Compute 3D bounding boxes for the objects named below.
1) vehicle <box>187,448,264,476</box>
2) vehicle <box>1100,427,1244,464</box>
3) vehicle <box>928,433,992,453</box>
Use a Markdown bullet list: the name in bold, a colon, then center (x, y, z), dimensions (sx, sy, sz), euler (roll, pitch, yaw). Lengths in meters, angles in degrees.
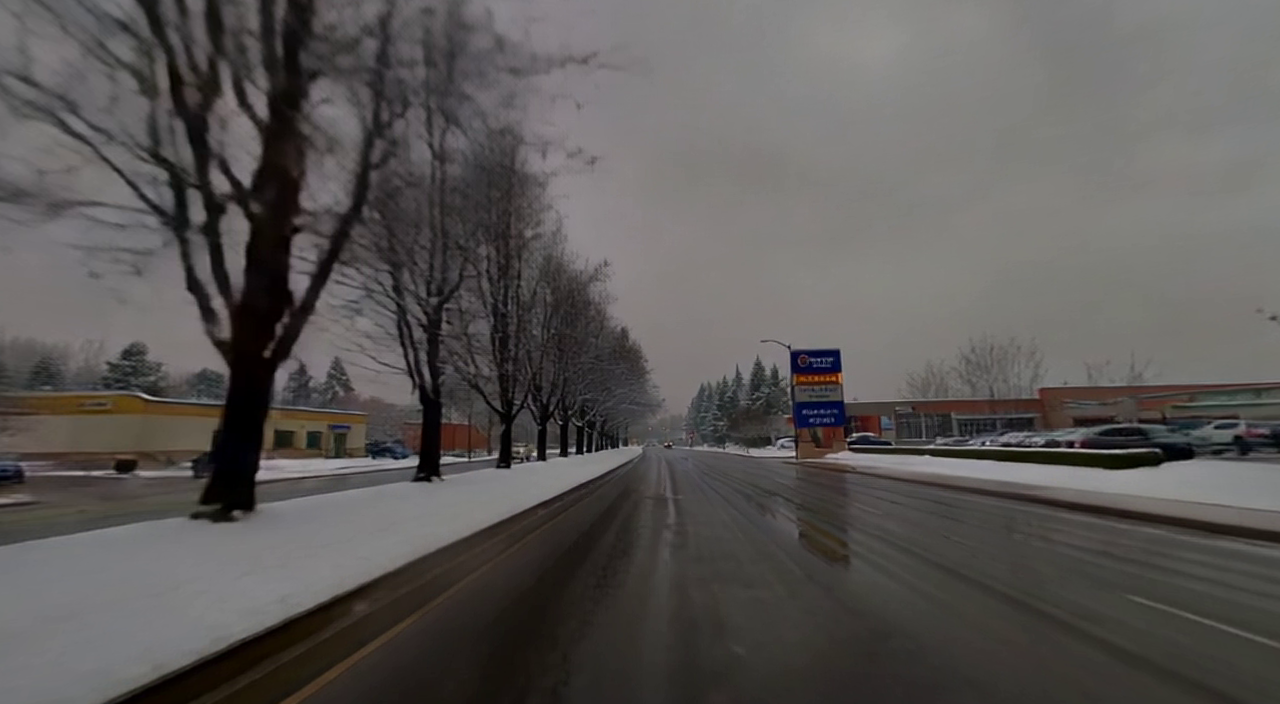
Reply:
- **vehicle**: center (-24.469, 6.434, 37.257), dimensions (4.605, 1.509, 1.845), euler (-5, -10, 31)
- **vehicle**: center (21.460, 3.792, 25.620), dimensions (4.095, 1.386, 1.784), euler (0, -8, 3)
- **vehicle**: center (22.731, 6.477, 44.998), dimensions (3.547, 1.360, 1.951), euler (0, -8, 3)
